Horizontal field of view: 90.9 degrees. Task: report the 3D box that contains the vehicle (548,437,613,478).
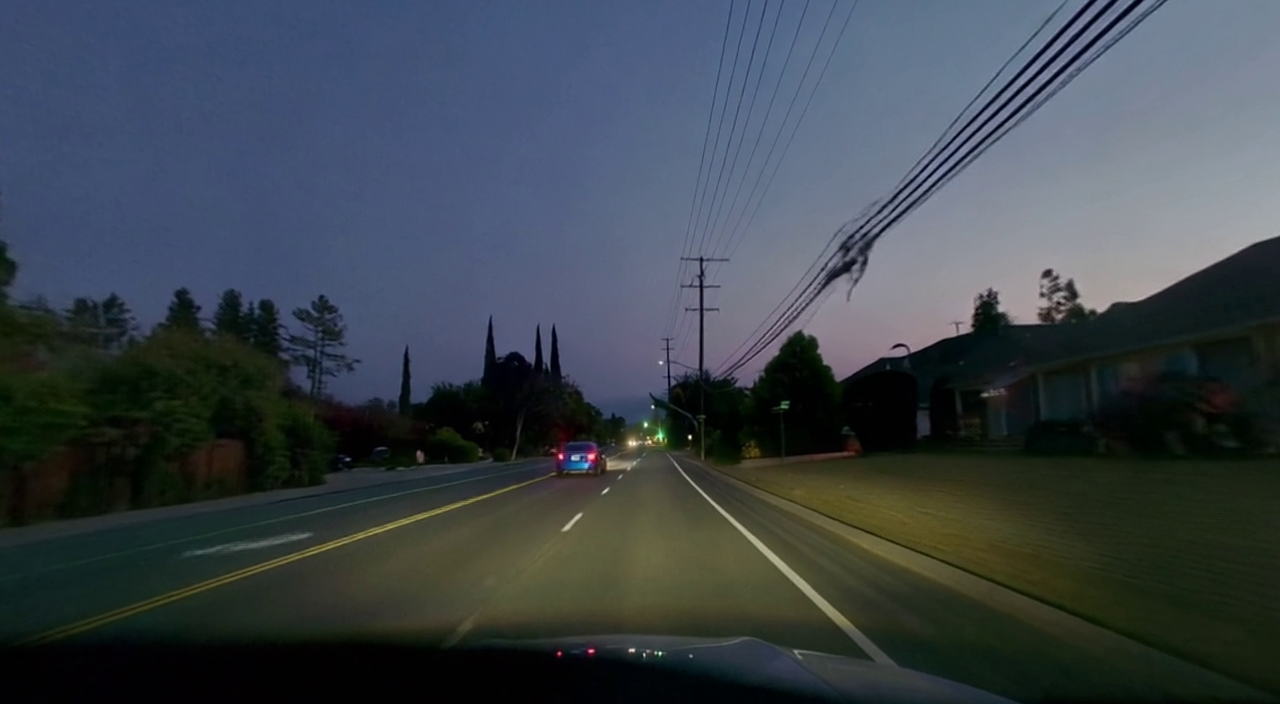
[{"bbox_3d":[-2.362,4.370,26.451,2.085,1.512,5.023,0,-8,2],"label":"vehicle"}]
